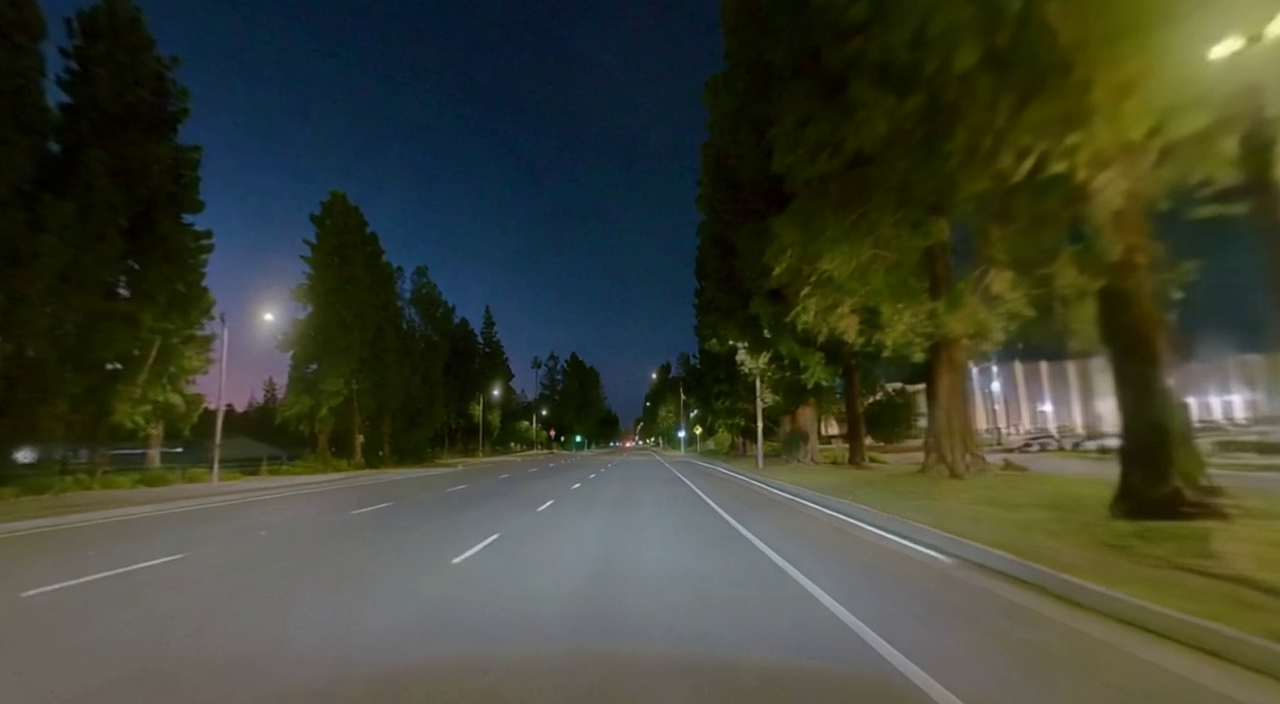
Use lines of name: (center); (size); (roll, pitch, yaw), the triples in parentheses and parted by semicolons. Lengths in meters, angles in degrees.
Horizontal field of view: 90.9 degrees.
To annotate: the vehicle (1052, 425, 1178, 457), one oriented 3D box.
vehicle: (22.012, 4.157, 29.345); (4.271, 1.424, 1.941); (0, -8, 1)
